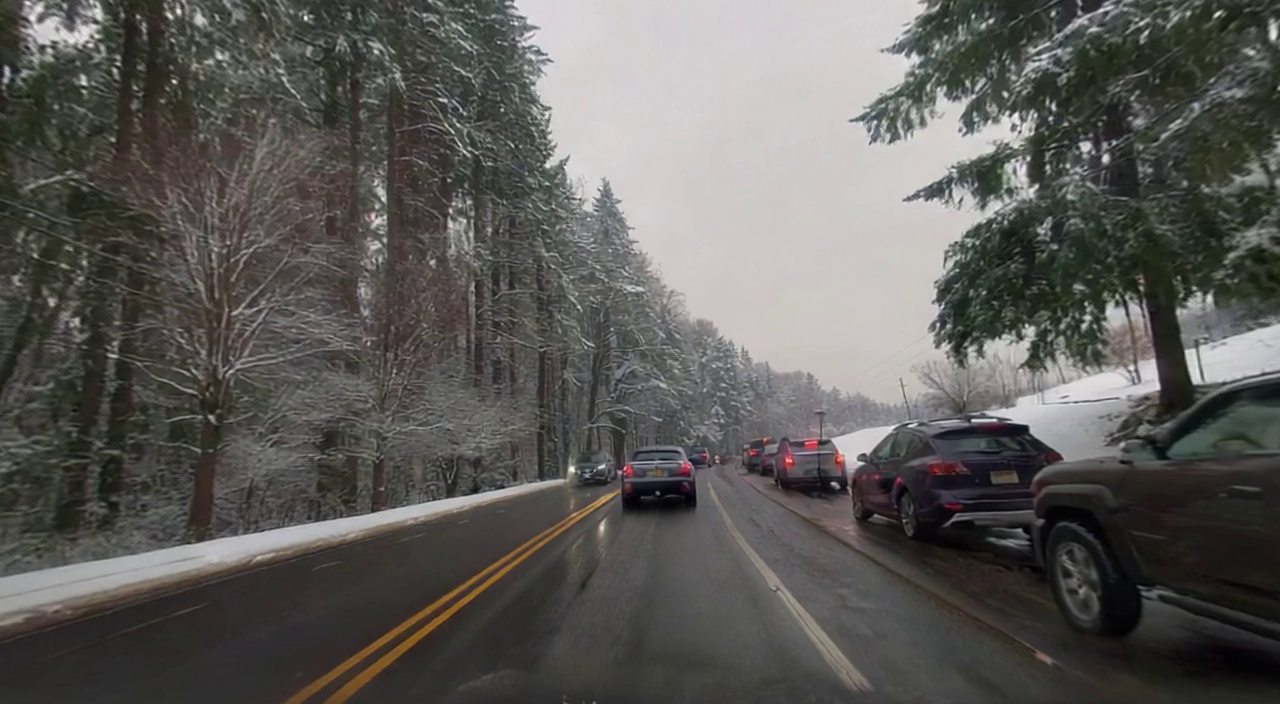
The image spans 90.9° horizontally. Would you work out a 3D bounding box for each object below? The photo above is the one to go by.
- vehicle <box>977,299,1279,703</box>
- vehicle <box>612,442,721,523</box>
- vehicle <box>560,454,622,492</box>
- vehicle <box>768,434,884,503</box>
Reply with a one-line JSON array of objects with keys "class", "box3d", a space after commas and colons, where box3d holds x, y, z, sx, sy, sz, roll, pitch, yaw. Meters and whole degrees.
[{"class": "vehicle", "box3d": [3.432, 0.672, 1.982, 2.224, 1.805, 4.773, 0, -8, 2]}, {"class": "vehicle", "box3d": [0.602, 2.795, 14.134, 2.078, 1.521, 4.058, -1, -8, 3]}, {"class": "vehicle", "box3d": [-2.251, 5.776, 30.347, 2.087, 1.449, 4.575, -5, -9, 5]}, {"class": "vehicle", "box3d": [4.934, 3.145, 17.461, 1.957, 1.629, 4.609, 0, -8, 2]}]
